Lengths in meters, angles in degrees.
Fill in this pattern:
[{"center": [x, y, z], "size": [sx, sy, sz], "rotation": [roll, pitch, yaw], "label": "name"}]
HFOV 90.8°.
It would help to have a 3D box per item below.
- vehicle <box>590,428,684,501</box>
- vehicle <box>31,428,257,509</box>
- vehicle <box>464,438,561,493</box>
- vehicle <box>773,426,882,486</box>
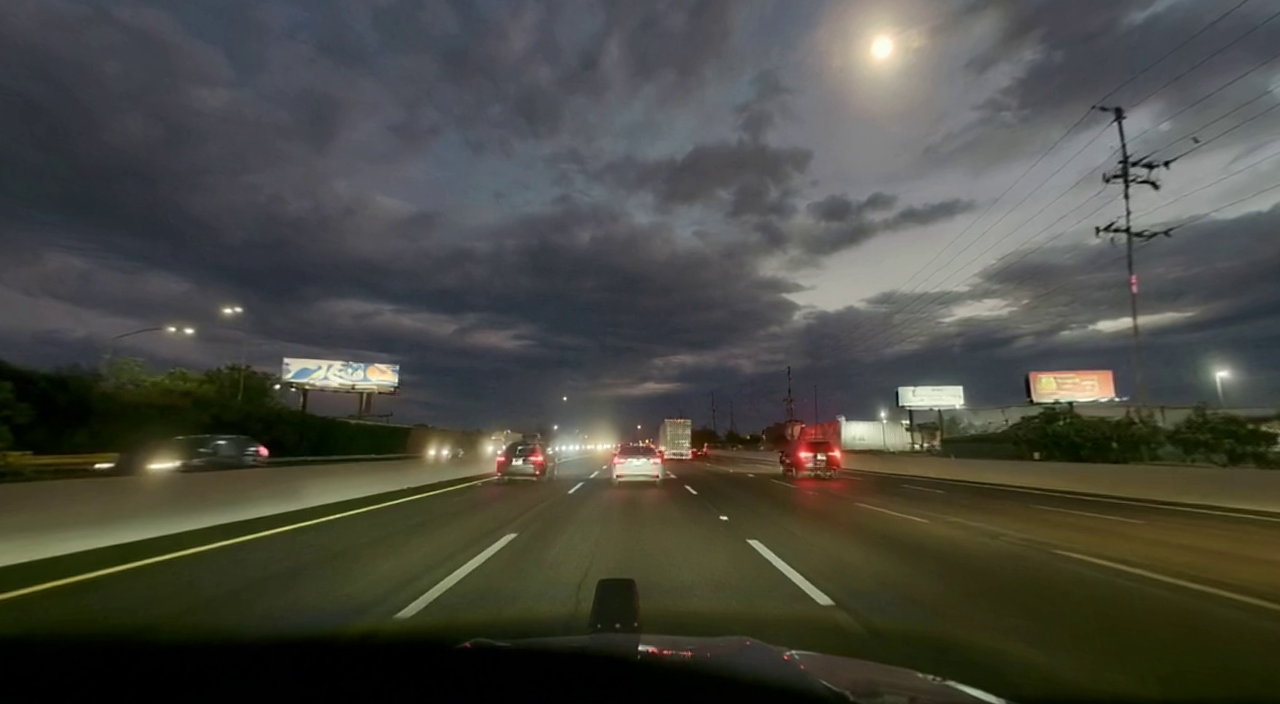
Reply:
[{"center": [-0.102, 2.944, 16.865], "size": [2.191, 1.685, 4.015], "rotation": [0, -9, -1], "label": "vehicle"}, {"center": [-10.127, 2.399, 13.327], "size": [1.842, 1.459, 3.596], "rotation": [0, -9, -1], "label": "vehicle"}, {"center": [-3.815, 3.487, 19.828], "size": [2.025, 1.498, 4.675], "rotation": [0, -9, 0], "label": "vehicle"}, {"center": [6.832, 3.888, 23.802], "size": [2.302, 1.973, 5.502], "rotation": [0, -9, -1], "label": "vehicle"}]
